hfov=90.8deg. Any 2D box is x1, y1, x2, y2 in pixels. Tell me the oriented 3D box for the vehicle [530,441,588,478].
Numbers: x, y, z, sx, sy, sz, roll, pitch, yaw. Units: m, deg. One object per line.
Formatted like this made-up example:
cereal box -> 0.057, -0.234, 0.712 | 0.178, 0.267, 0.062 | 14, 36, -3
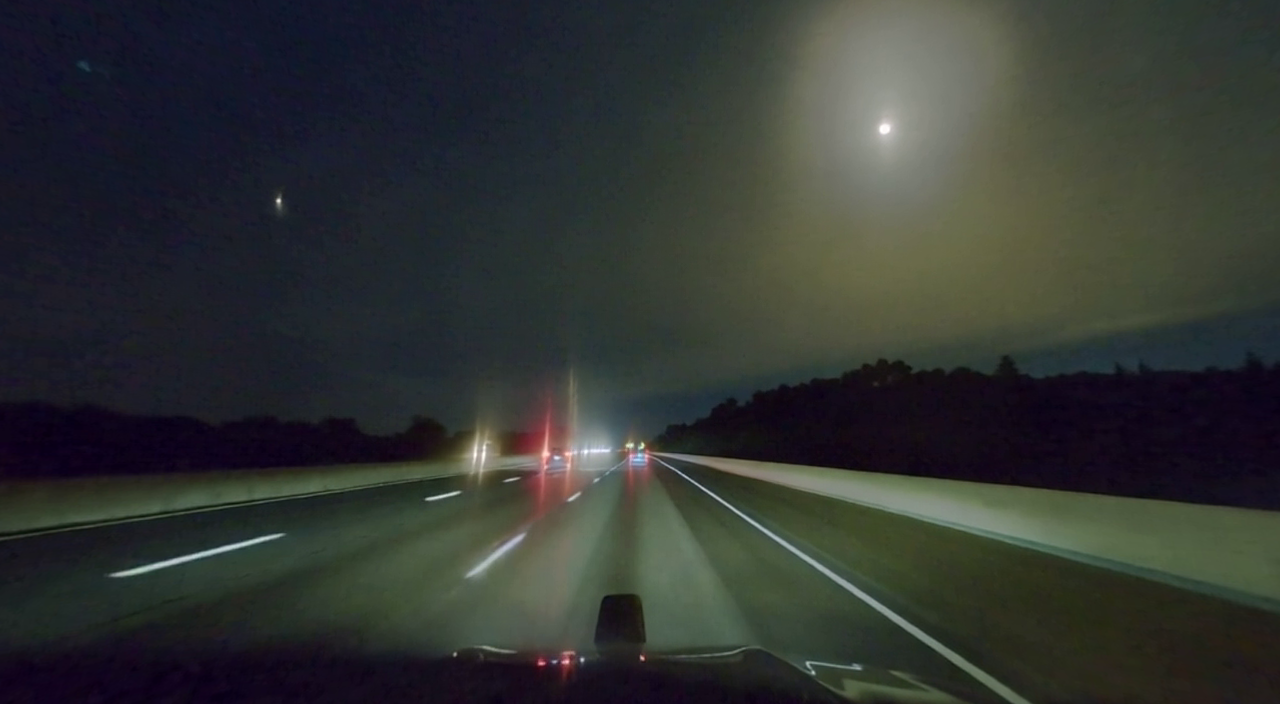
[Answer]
vehicle -> -4.128, 5.555, 32.981 | 2.272, 1.759, 5.058 | 0, -9, 1
